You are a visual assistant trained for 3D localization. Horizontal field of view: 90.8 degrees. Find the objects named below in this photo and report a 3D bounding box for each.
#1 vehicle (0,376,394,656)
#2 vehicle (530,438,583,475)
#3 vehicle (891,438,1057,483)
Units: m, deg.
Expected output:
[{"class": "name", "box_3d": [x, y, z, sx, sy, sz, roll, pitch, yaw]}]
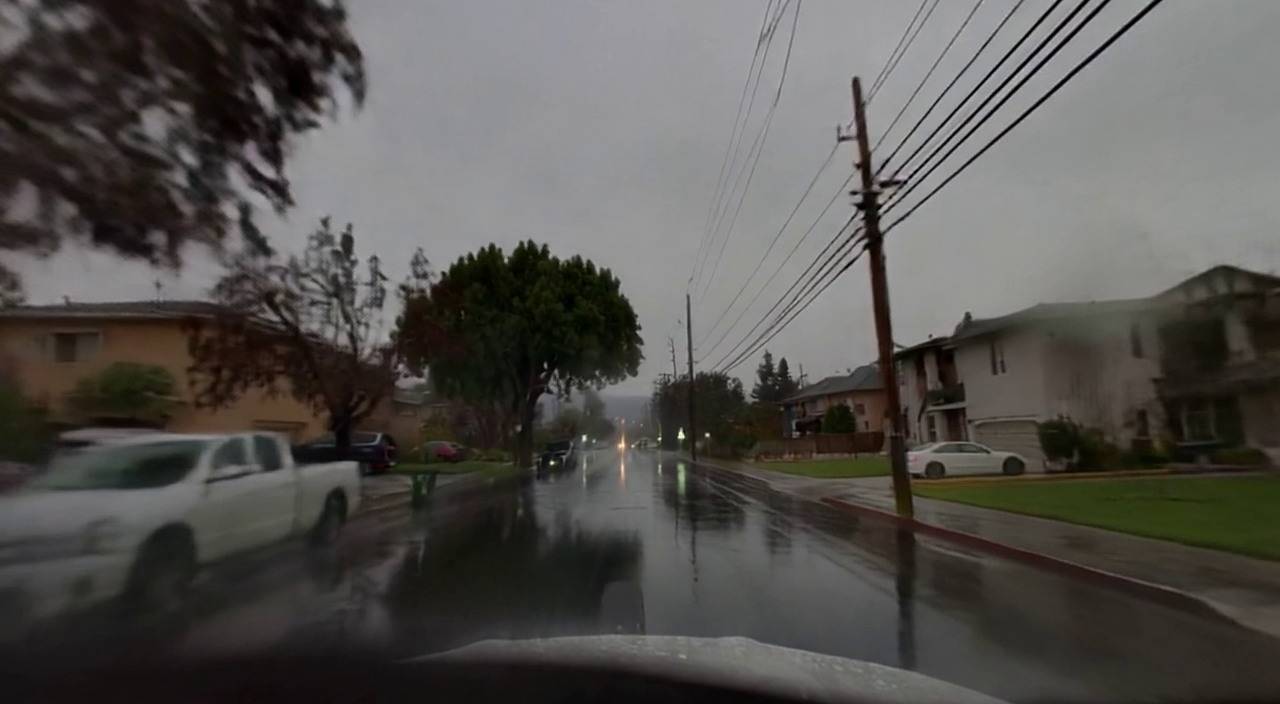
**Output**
[{"class": "vehicle", "box_3d": [-4.668, 1.390, 6.706, 2.164, 1.810, 5.044, 1, -8, -2]}, {"class": "vehicle", "box_3d": [-4.466, 5.634, 34.400, 2.207, 1.669, 4.363, -4, -7, 1]}, {"class": "vehicle", "box_3d": [11.860, 3.860, 22.685, 4.700, 1.441, 2.167, -1, -8, -1]}]
